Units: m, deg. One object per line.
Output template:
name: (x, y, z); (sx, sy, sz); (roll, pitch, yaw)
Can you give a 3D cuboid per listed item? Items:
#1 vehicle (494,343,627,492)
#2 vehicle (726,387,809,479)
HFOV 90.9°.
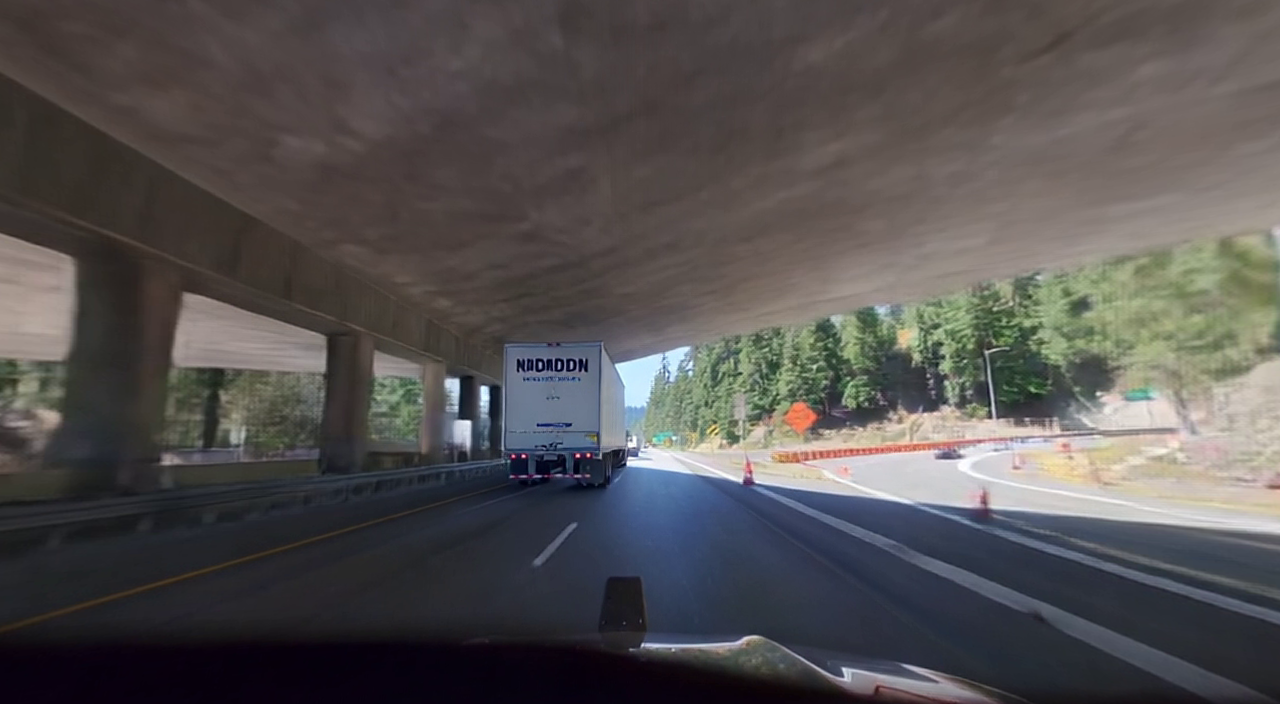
vehicle: (-2.317, 2.946, 25.418); (2.873, 4.060, 16.327); (0, -8, 1)
vehicle: (5.183, 3.380, 26.196); (2.928, 3.571, 3.032); (-1, -8, 5)
